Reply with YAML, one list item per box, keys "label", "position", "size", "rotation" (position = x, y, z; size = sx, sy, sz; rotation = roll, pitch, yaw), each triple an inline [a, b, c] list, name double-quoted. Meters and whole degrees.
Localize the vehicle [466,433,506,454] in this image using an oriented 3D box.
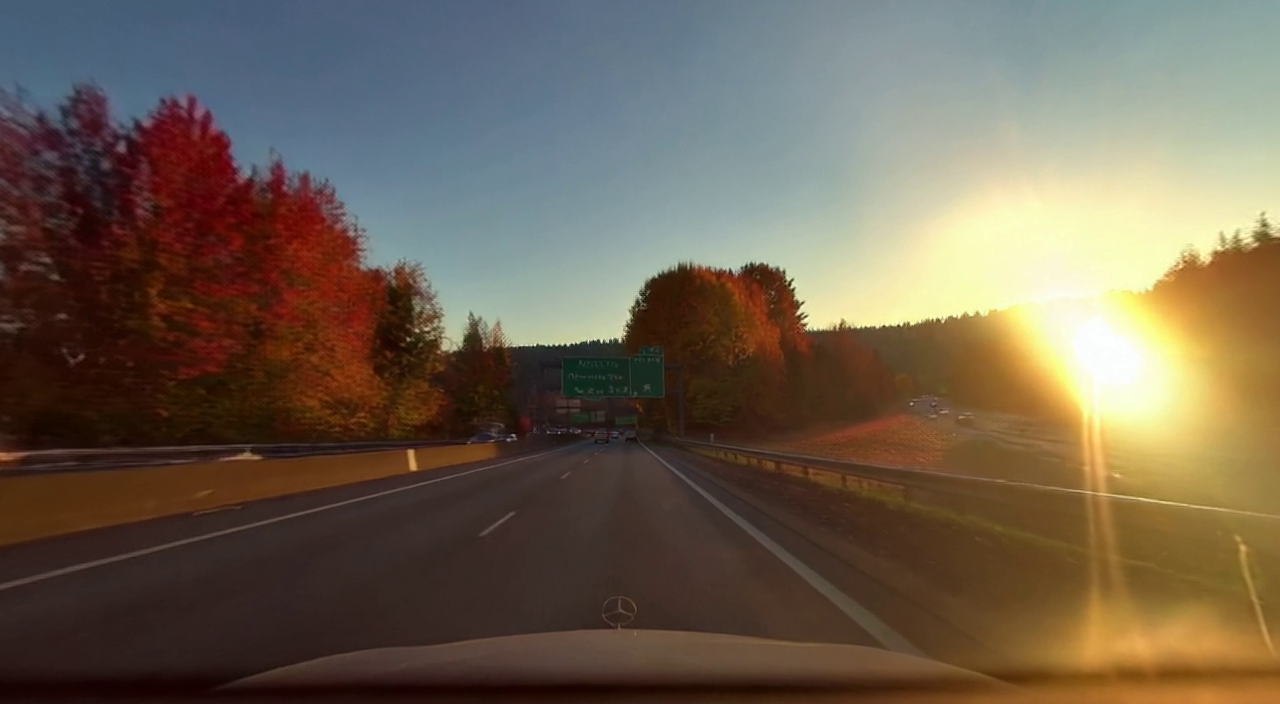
- label: "vehicle"
  position: [-12.060, 7.190, 49.420]
  size: [2.019, 1.587, 4.564]
  rotation: [0, -8, 0]
